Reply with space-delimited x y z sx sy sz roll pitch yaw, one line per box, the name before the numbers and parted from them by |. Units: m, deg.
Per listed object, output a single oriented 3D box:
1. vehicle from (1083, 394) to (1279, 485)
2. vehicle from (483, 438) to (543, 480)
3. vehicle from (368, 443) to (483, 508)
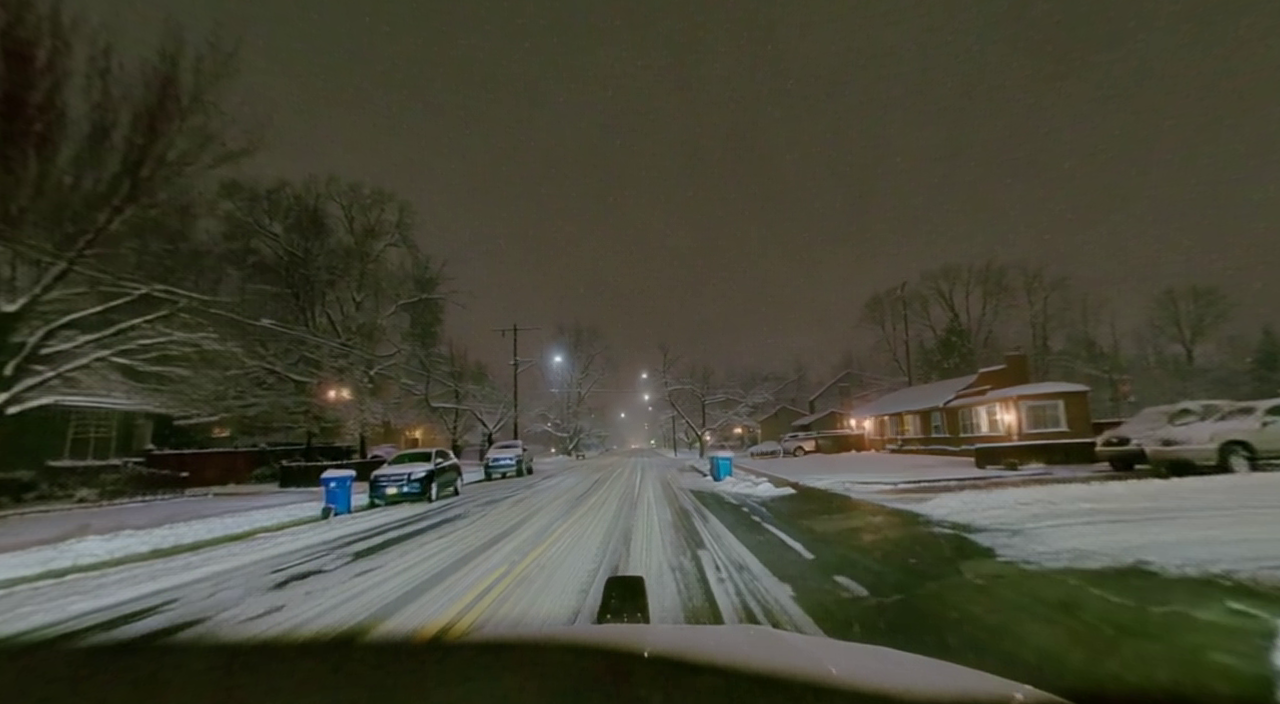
vehicle | 12.960 1.962 14.640 1.936 1.687 4.714 -5 -8 2
vehicle | -6.377 5.395 32.211 2.169 1.871 4.762 -2 -8 -1
vehicle | -6.278 3.597 19.008 1.945 1.530 4.430 -4 -8 -1
